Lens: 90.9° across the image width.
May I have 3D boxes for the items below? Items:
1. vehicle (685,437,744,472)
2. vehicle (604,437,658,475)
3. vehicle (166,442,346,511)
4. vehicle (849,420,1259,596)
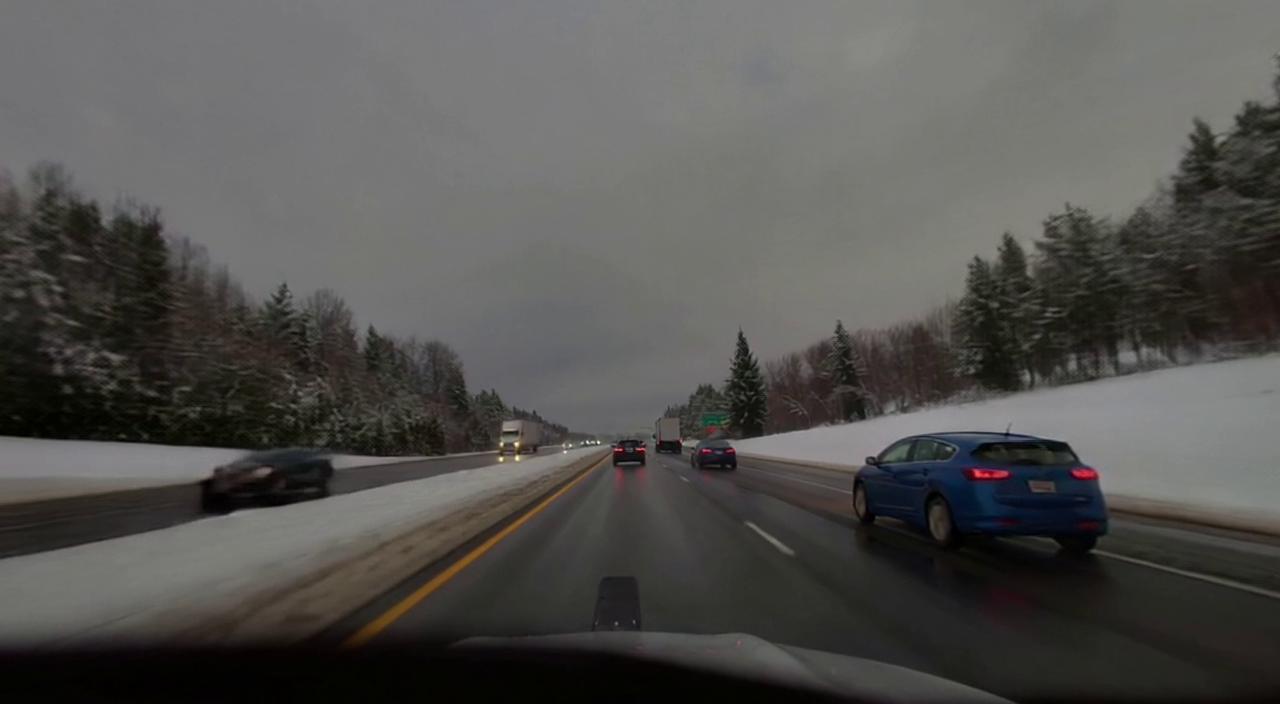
[{"bbox_3d":[3.353,4.717,29.325,2.004,1.469,4.472,0,-8,-2],"label":"vehicle"},{"bbox_3d":[-0.394,4.400,26.943,2.143,1.466,3.693,0,-8,-2],"label":"vehicle"},{"bbox_3d":[-9.570,3.089,16.200,2.154,1.488,4.002,0,-8,-1],"label":"vehicle"},{"bbox_3d":[4.391,1.659,7.750,2.066,1.526,4.216,0,-8,-2],"label":"vehicle"}]
